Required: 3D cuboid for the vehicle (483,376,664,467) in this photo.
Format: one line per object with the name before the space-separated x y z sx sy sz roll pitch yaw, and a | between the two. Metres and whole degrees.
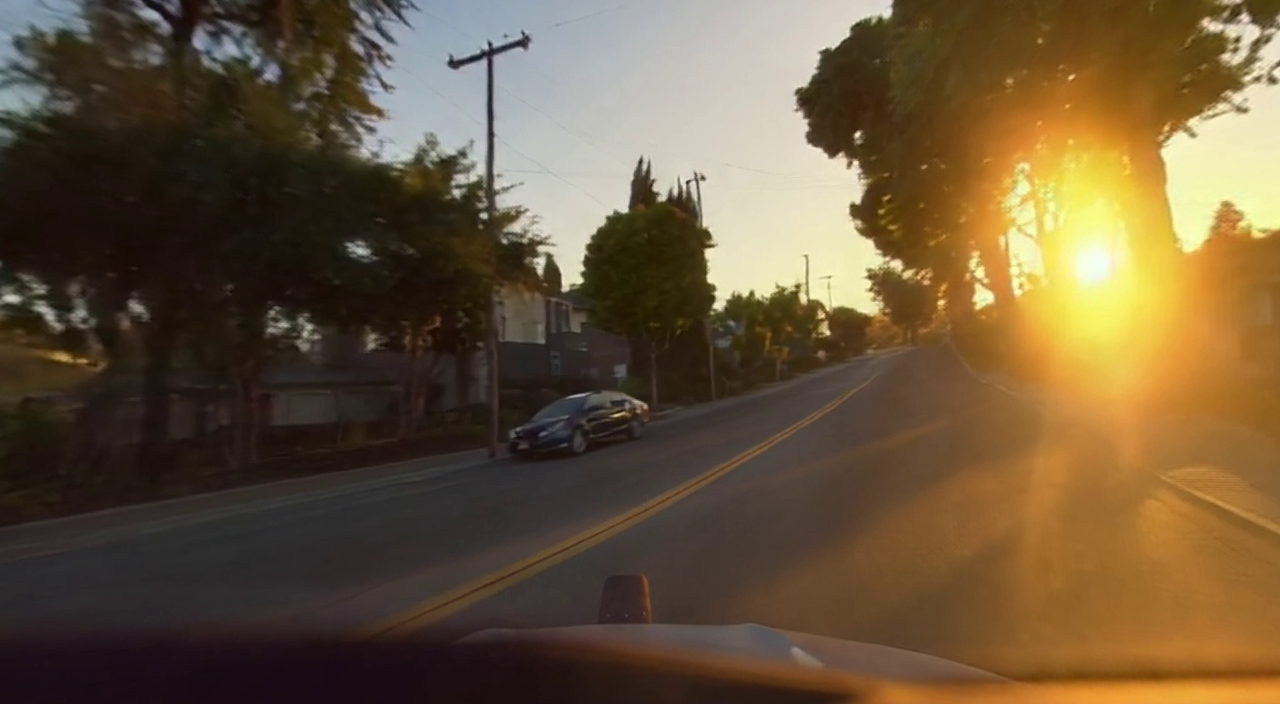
vehicle | -1.409 1.589 15.972 2.032 1.595 5.289 -3 0 26
